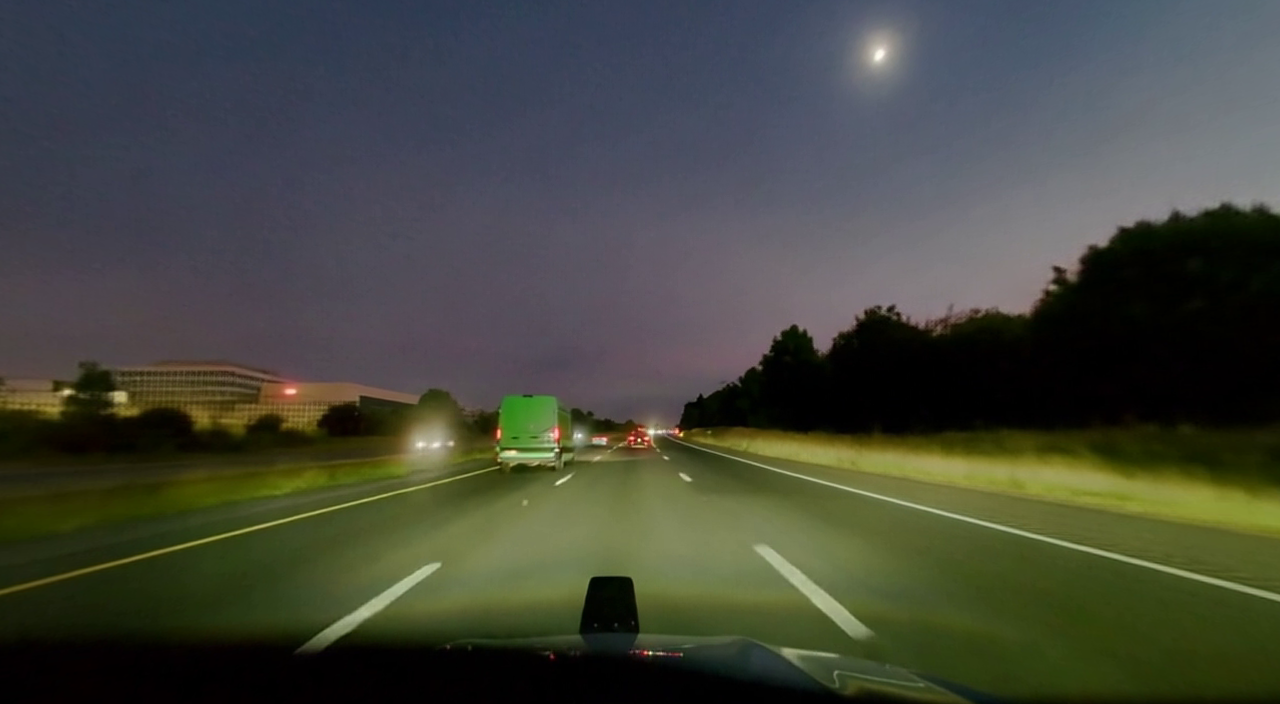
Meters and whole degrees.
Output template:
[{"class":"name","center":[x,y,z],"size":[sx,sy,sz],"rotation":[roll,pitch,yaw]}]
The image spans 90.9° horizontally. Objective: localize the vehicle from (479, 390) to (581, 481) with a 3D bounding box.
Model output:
[{"class":"vehicle","center":[-3.433,2.784,21.010],"size":[2.424,2.577,5.828],"rotation":[0,-8,-1]}]

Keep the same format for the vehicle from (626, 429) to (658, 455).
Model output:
[{"class":"vehicle","center":[0.092,6.225,43.635],"size":[2.104,1.646,4.176],"rotation":[0,-8,-1]}]
